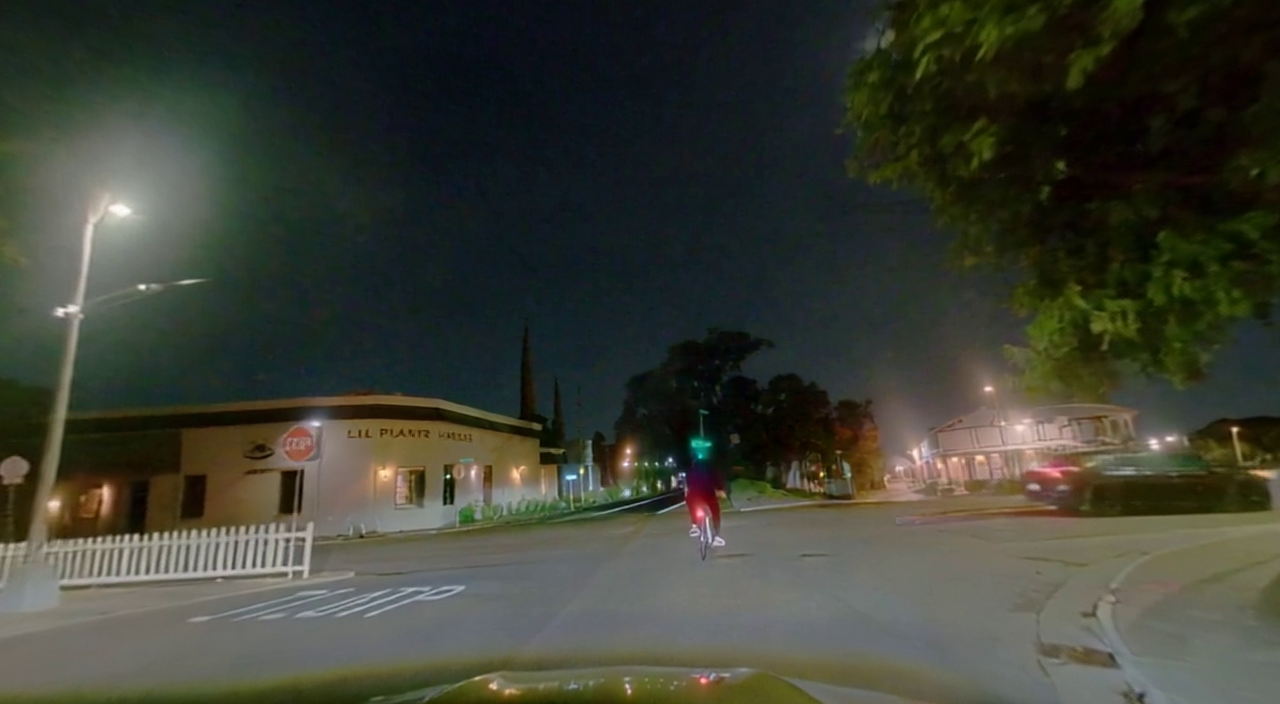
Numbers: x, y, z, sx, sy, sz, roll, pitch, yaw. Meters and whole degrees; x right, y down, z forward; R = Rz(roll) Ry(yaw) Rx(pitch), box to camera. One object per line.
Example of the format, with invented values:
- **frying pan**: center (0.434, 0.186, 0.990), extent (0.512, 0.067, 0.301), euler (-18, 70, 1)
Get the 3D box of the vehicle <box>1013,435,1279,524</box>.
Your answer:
- **vehicle**: center (10.379, 2.348, 11.983), extent (5.323, 1.479, 2.112), euler (-3, -9, 21)
